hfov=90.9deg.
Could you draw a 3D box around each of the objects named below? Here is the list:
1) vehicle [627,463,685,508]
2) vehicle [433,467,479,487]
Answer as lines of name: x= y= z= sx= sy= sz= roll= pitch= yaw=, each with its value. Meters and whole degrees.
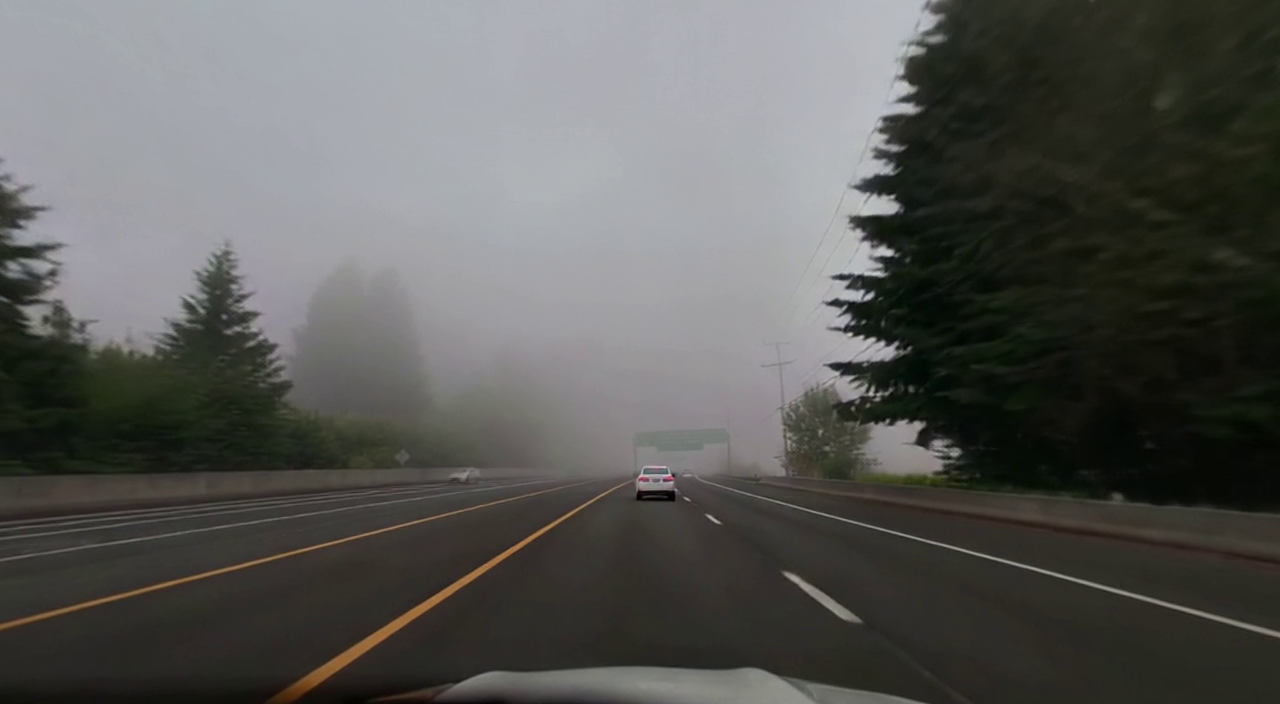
vehicle: x=0.560 y=4.917 z=23.519 sx=1.987 sy=1.480 sz=3.786 roll=1 pitch=-10 yaw=0
vehicle: x=-14.267 y=9.729 z=49.144 sx=1.980 sy=1.476 sz=4.619 roll=0 pitch=-10 yaw=3
